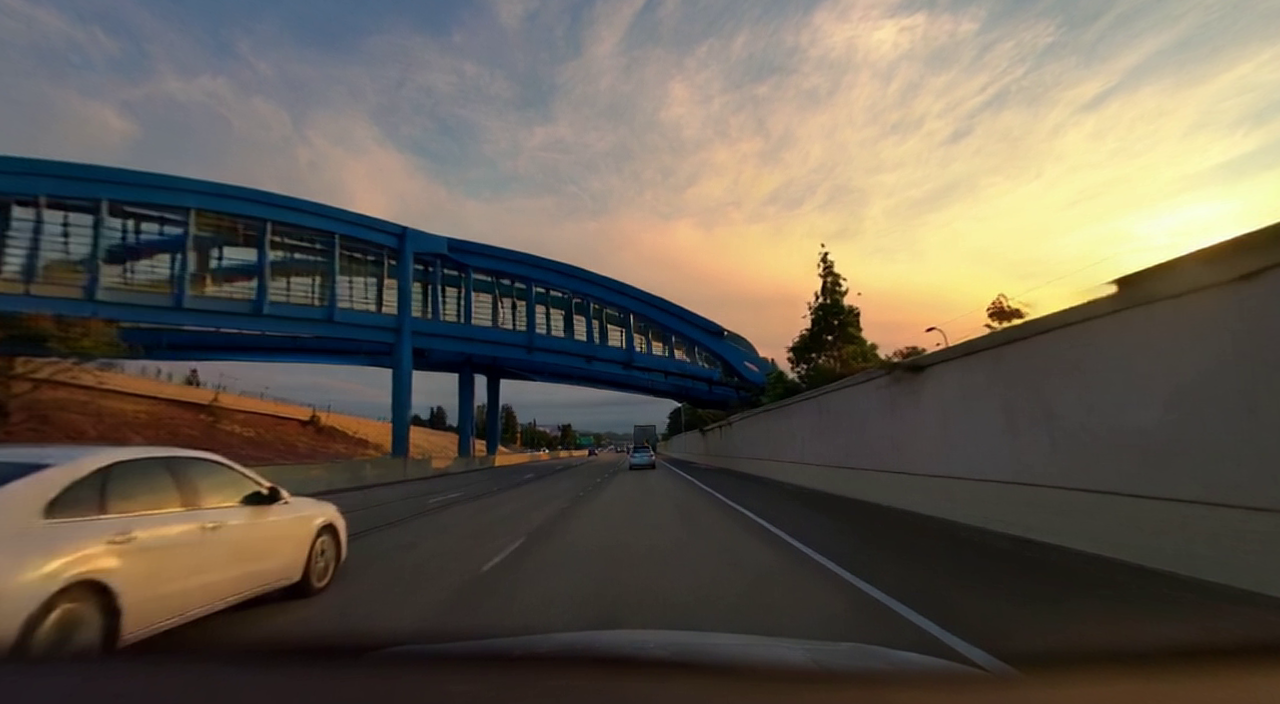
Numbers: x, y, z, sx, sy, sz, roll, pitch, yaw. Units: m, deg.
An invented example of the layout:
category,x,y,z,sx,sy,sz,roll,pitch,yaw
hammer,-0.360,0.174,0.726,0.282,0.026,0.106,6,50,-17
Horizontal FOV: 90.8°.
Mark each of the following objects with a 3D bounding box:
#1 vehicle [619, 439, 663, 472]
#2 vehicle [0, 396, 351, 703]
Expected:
category,x,y,z,sx,sy,sz,roll,pitch,yaw
vehicle,0.026,5.798,35.547,2.299,1.716,4.579,0,-9,0
vehicle,-3.398,0.974,2.602,2.095,1.498,4.854,-1,-9,0
